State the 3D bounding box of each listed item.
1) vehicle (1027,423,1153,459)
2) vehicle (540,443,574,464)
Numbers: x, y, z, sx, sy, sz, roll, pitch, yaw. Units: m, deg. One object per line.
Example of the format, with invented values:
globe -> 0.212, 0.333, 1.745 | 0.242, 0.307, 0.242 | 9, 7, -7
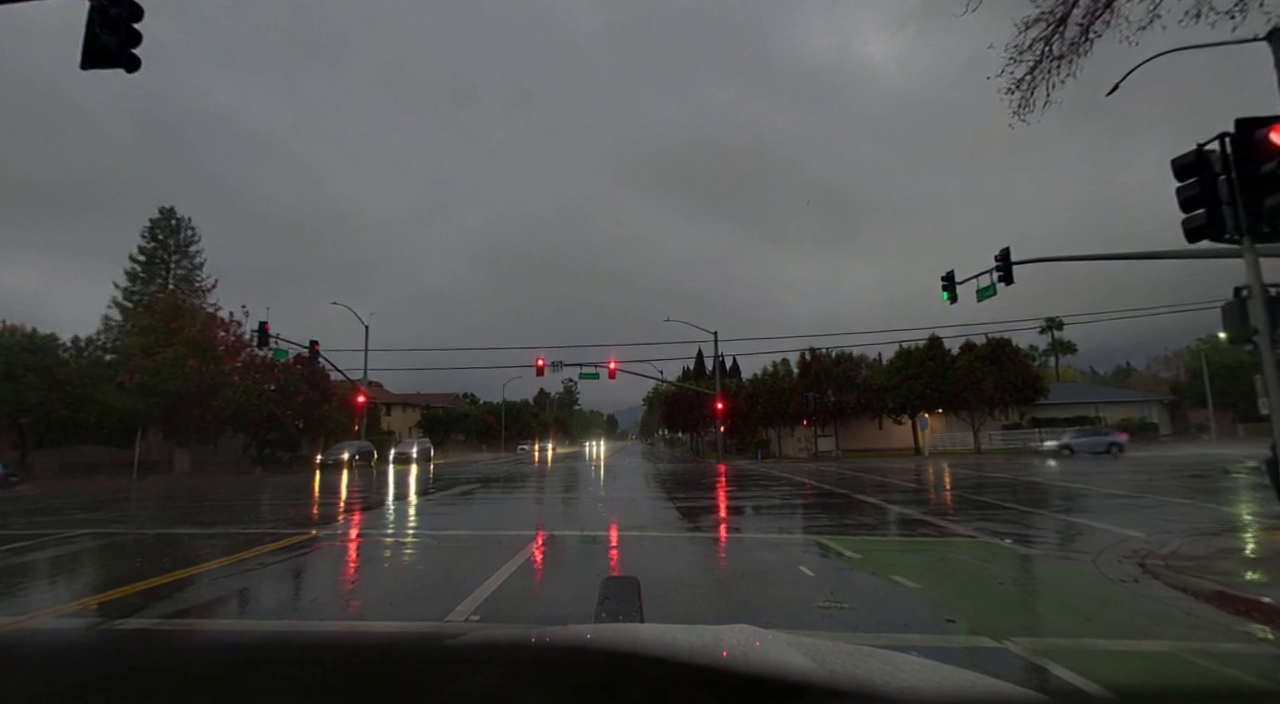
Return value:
vehicle -> 22.488, 4.468, 31.741 | 4.706, 1.710, 1.932 | -1, -8, 5
vehicle -> -6.127, 7.520, 47.044 | 1.936, 1.444, 4.168 | 0, -8, 0
